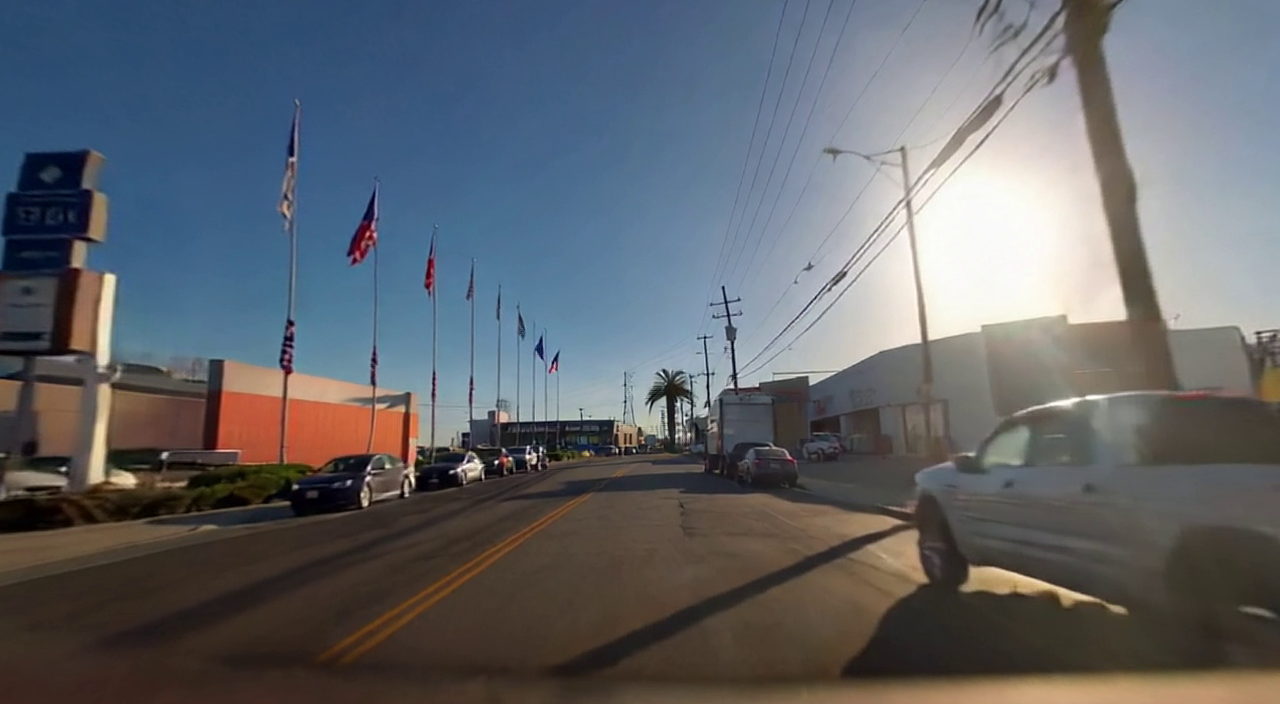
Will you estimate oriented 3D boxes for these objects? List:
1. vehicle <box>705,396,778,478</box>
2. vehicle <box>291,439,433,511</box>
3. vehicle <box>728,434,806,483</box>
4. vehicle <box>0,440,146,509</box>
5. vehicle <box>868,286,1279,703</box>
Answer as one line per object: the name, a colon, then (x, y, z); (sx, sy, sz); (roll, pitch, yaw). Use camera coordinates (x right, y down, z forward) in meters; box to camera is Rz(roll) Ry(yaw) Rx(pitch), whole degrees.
vehicle: (5.099, 4.582, 33.615); (2.933, 3.697, 10.065); (-1, -9, 4)
vehicle: (-7.409, 3.267, 17.397); (1.936, 1.632, 4.145); (-3, -8, 2)
vehicle: (4.923, 4.220, 25.316); (2.141, 1.739, 5.130); (0, -9, 1)
vehicle: (-15.381, 3.002, 15.623); (1.935, 1.550, 4.951); (-3, -9, 7)
vehicle: (3.963, 1.035, 4.705); (2.400, 1.985, 6.155); (0, -9, 2)
